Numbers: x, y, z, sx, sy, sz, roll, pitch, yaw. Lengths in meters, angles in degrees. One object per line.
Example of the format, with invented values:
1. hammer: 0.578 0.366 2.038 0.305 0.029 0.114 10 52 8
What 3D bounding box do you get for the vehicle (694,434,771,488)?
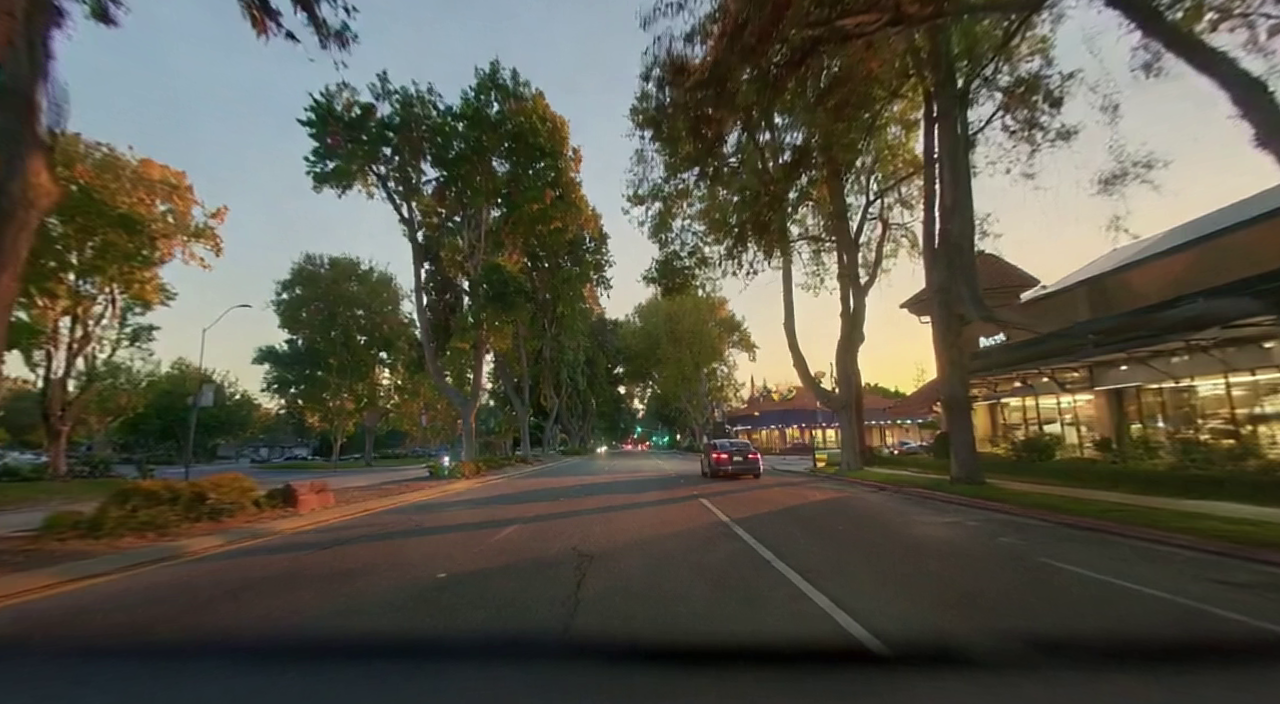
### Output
1. vehicle: 3.230 3.900 22.876 2.083 1.743 4.354 0 -8 -1
